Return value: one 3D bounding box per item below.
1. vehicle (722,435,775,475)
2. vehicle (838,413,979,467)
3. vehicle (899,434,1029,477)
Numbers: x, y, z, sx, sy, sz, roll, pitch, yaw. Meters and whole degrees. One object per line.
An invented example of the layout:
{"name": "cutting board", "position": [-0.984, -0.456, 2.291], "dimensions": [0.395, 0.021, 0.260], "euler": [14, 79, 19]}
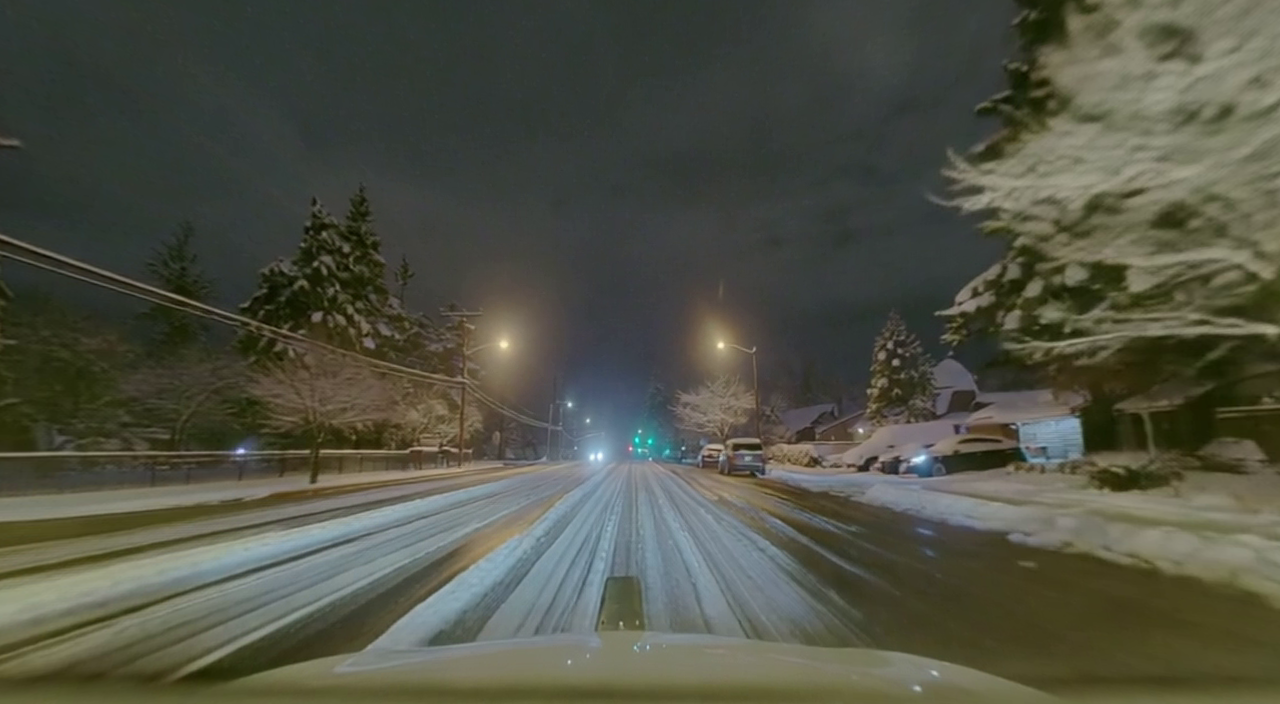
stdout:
{"name": "vehicle", "position": [6.333, 6.091, 37.532], "dimensions": [2.275, 2.132, 5.726], "euler": [0, -9, 1]}
{"name": "vehicle", "position": [15.790, 5.241, 37.557], "dimensions": [6.969, 2.929, 2.793], "euler": [-1, -9, 0]}
{"name": "vehicle", "position": [14.411, 4.628, 28.330], "dimensions": [4.637, 1.842, 2.016], "euler": [0, -9, 2]}
